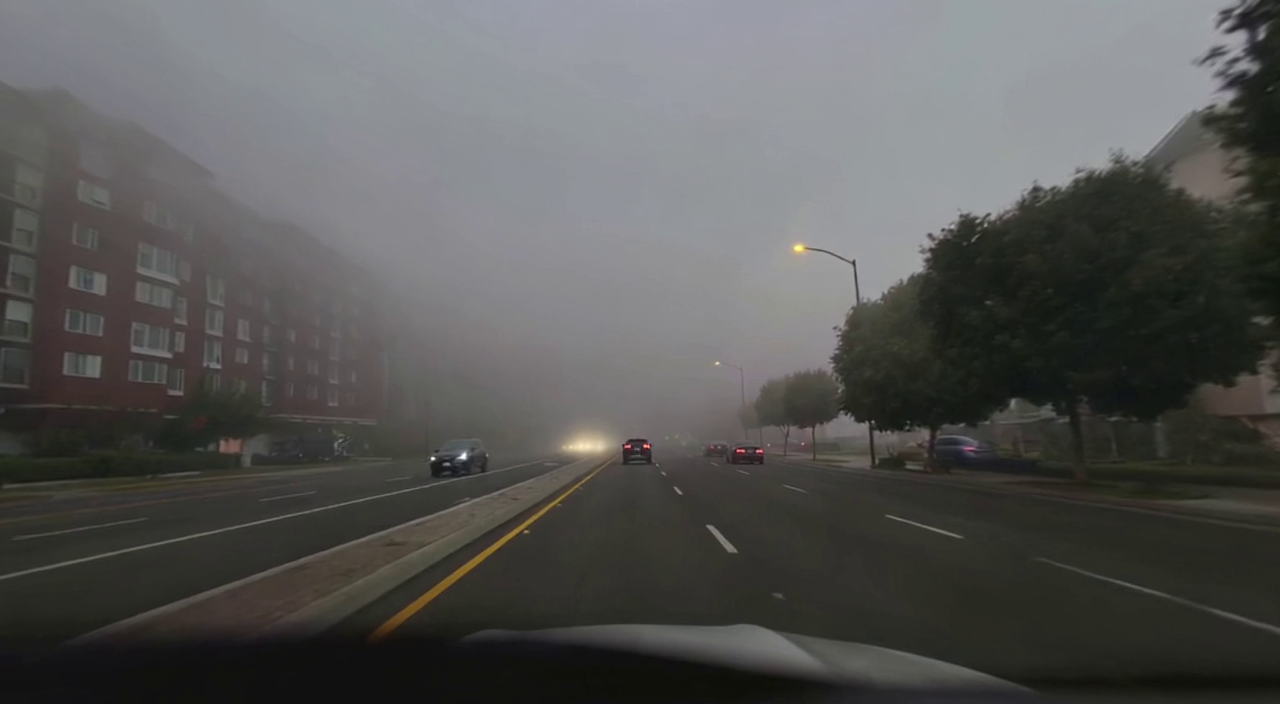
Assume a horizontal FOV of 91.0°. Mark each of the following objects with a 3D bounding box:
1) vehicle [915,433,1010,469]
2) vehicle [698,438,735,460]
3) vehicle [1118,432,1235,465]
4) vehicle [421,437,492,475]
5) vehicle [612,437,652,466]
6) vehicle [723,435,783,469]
[{"bbox_3d":[14.996,4.636,29.586,2.025,1.523,4.581,0,-8,0],"label":"vehicle"},{"bbox_3d":[5.688,7.245,47.183,2.154,1.554,4.149,0,-8,-2],"label":"vehicle"},{"bbox_3d":[27.158,4.902,32.097,2.138,1.542,4.671,-1,-9,5],"label":"vehicle"},{"bbox_3d":[-8.684,4.973,30.241,2.010,1.674,4.484,0,-8,1],"label":"vehicle"},{"bbox_3d":[-0.431,5.577,35.402,2.106,1.553,3.964,0,-8,0],"label":"vehicle"},{"bbox_3d":[5.685,5.119,32.352,2.121,1.557,4.898,0,-8,-1],"label":"vehicle"}]
